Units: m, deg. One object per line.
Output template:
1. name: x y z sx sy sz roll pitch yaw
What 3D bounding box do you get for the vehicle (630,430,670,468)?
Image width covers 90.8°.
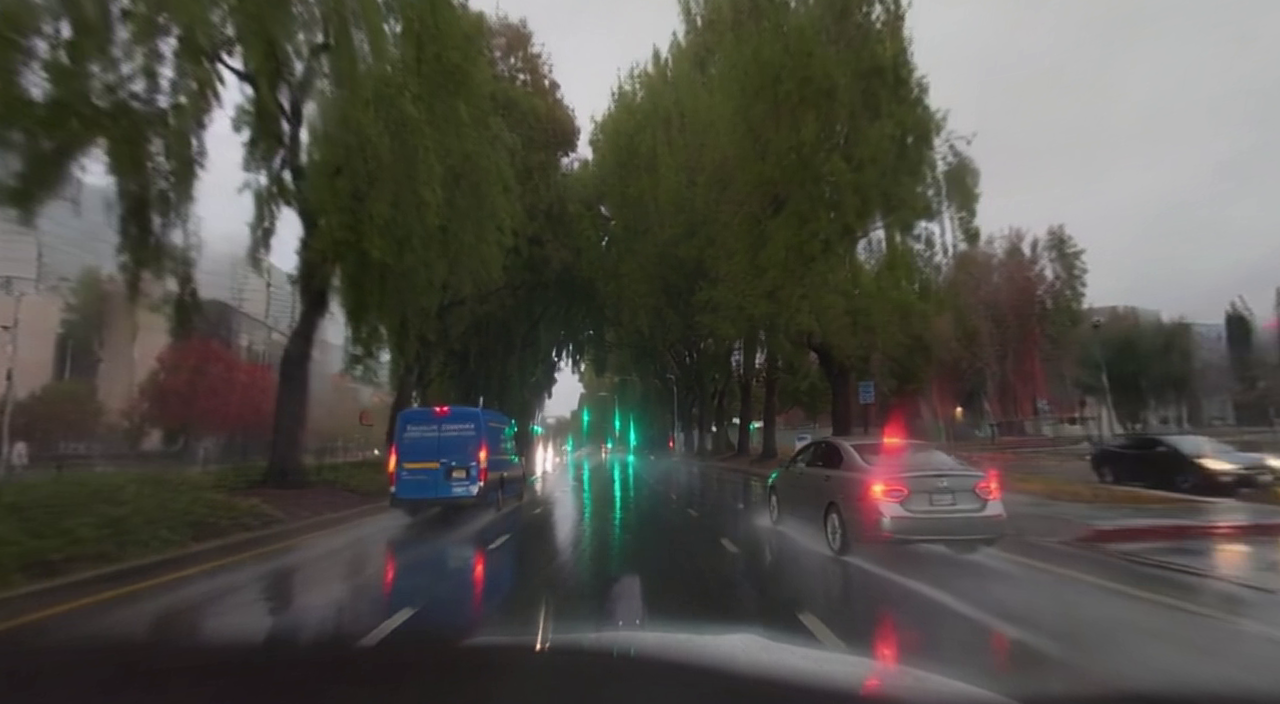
1. vehicle: 0.633 7.015 45.780 2.397 2.566 5.324 1 -9 -5

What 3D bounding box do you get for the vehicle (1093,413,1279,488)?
1. vehicle: 13.551 2.302 14.879 4.117 1.627 2.086 0 -9 -3

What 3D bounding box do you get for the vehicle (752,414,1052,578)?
1. vehicle: 3.113 1.827 8.855 2.087 1.658 4.612 0 -9 -2

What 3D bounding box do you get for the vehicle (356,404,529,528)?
1. vehicle: -3.969 2.397 13.746 2.420 2.227 4.499 0 -9 -2
